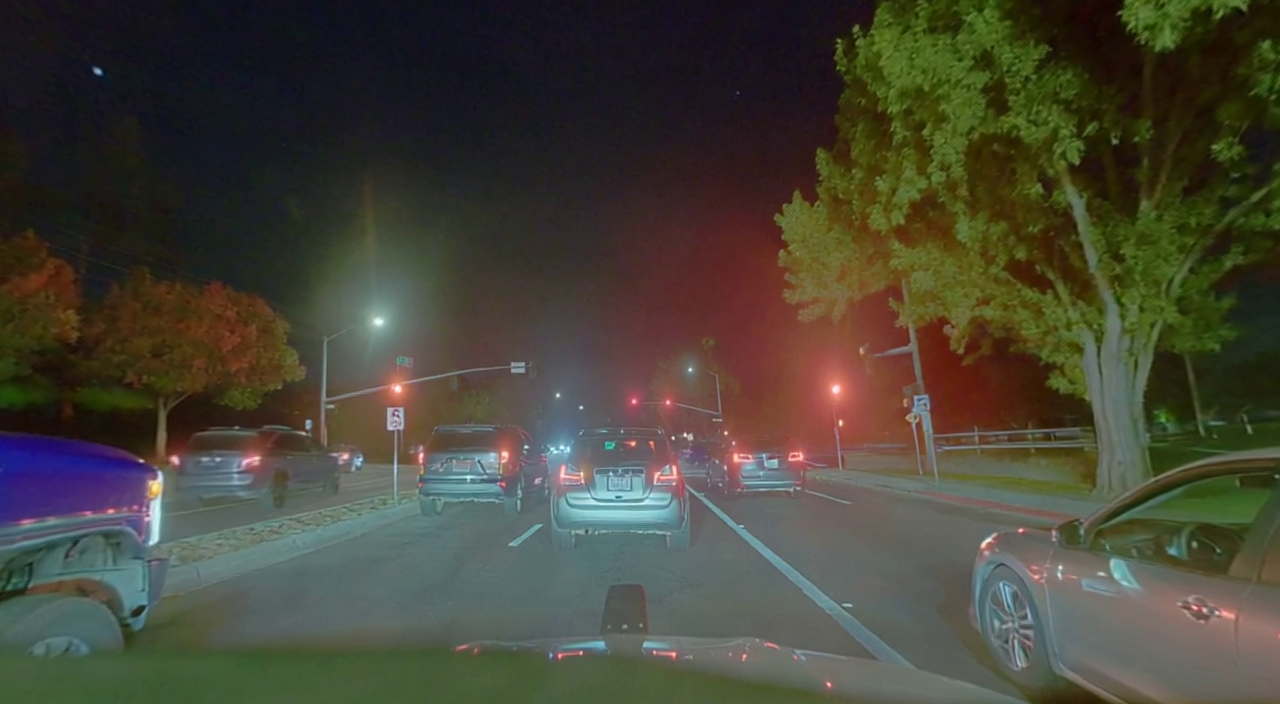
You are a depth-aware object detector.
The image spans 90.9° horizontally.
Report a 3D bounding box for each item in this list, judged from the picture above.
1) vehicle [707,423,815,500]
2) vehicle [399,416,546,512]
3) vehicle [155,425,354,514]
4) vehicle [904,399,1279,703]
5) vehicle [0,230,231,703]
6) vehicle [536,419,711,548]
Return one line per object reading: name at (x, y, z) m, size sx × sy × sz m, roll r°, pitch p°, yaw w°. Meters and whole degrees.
vehicle at (3.170, 2.992, 17.614) m, size 2.102 × 1.841 × 4.587 m, roll 0°, pitch -8°, yaw 0°
vehicle at (-3.632, 2.525, 14.666) m, size 2.089 × 1.857 × 4.488 m, roll 0°, pitch -8°, yaw 1°
vehicle at (-8.390, 2.574, 14.375) m, size 2.122 × 1.653 × 4.807 m, roll 1°, pitch -9°, yaw -9°
vehicle at (3.018, 0.968, 2.525) m, size 1.874 × 1.477 × 4.698 m, roll 0°, pitch -8°, yaw 0°
vehicle at (-3.475, 0.349, 0.301) m, size 2.656 × 2.021 × 5.800 m, roll 0°, pitch -8°, yaw 0°
vehicle at (-0.222, 1.939, 9.874) m, size 2.194 × 1.607 × 3.690 m, roll 0°, pitch -8°, yaw 0°
